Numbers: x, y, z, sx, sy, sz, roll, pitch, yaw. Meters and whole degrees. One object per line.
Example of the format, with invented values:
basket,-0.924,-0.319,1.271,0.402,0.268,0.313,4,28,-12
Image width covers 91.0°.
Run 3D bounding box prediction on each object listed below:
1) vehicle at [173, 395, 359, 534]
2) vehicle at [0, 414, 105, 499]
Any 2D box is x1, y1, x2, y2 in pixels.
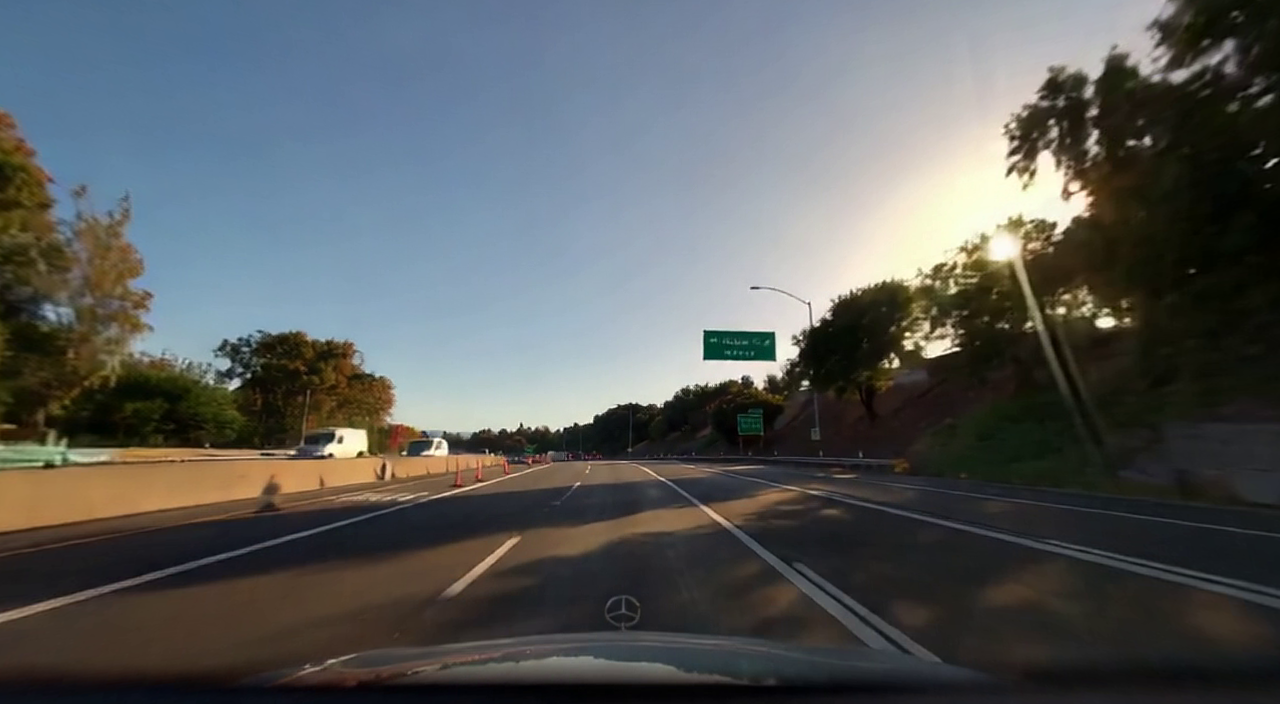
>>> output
vehicle,-7.649,2.314,13.289,1.925,2.542,3.048,-1,-8,0
vehicle,-20.019,2.830,17.887,2.695,2.433,7.714,5,-12,0
